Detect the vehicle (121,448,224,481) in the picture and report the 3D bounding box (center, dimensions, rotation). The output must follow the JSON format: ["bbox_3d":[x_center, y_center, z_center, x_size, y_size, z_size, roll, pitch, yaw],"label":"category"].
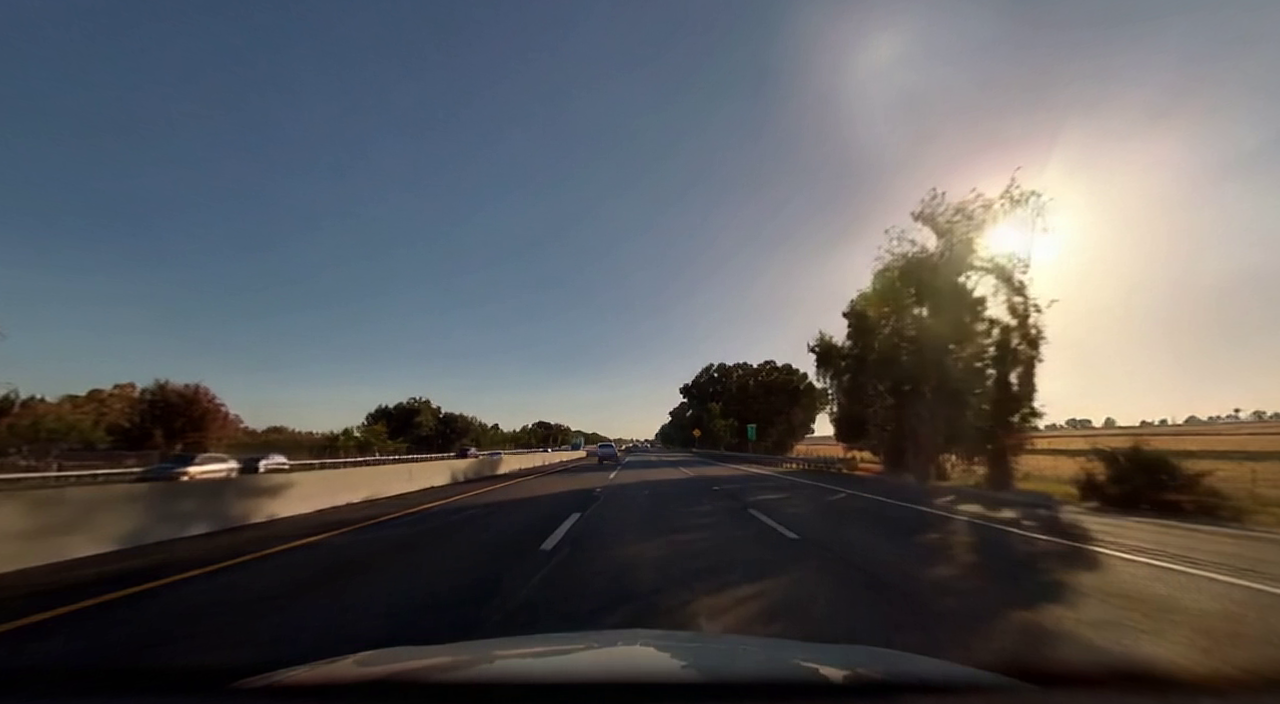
[{"bbox_3d":[-24.732,5.929,33.542,1.924,1.602,4.570,0,-9,0],"label":"vehicle"}]

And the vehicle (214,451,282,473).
[{"bbox_3d":[-29.057,8.169,46.880,1.834,1.510,4.854,0,-9,1],"label":"vehicle"}]
